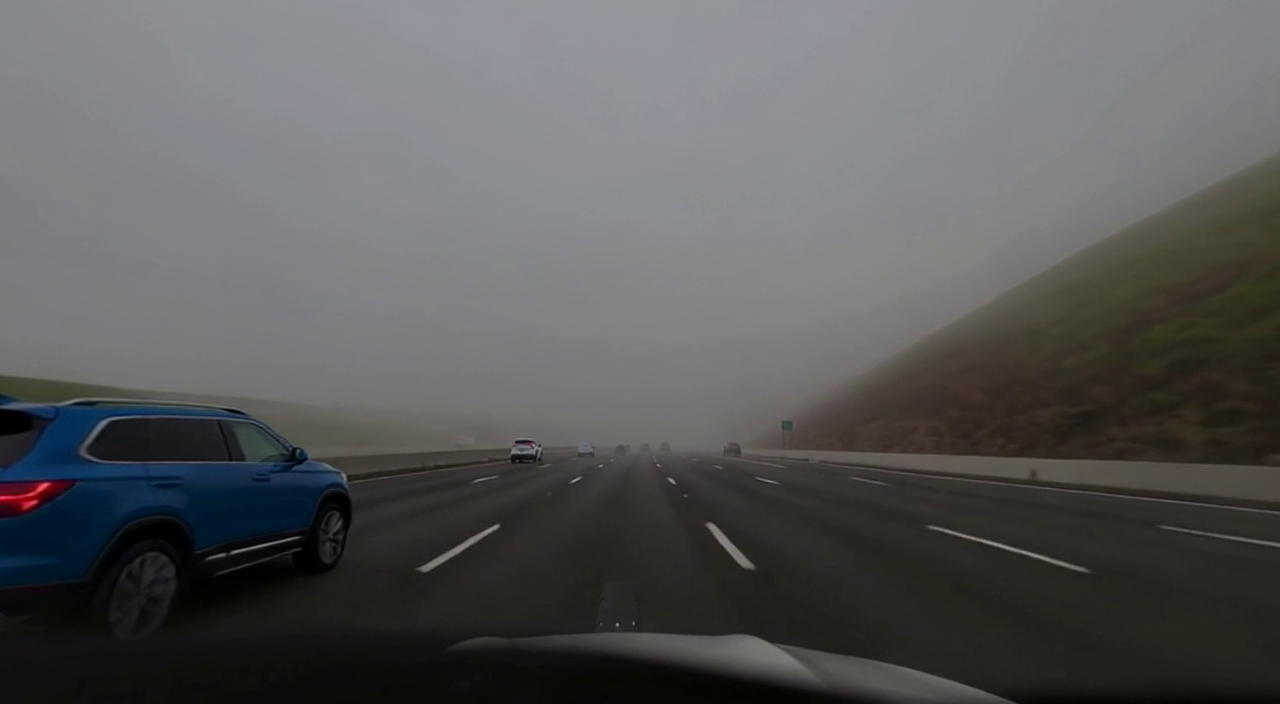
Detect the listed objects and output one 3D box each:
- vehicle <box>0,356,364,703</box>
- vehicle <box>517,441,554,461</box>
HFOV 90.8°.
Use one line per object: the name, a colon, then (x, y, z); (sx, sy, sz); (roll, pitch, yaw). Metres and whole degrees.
vehicle: (-3.855, 1.072, 4.042); (2.047, 1.715, 4.689); (0, -9, 0)
vehicle: (-8.029, 7.693, 48.989); (2.054, 1.474, 4.450); (0, -9, 1)
